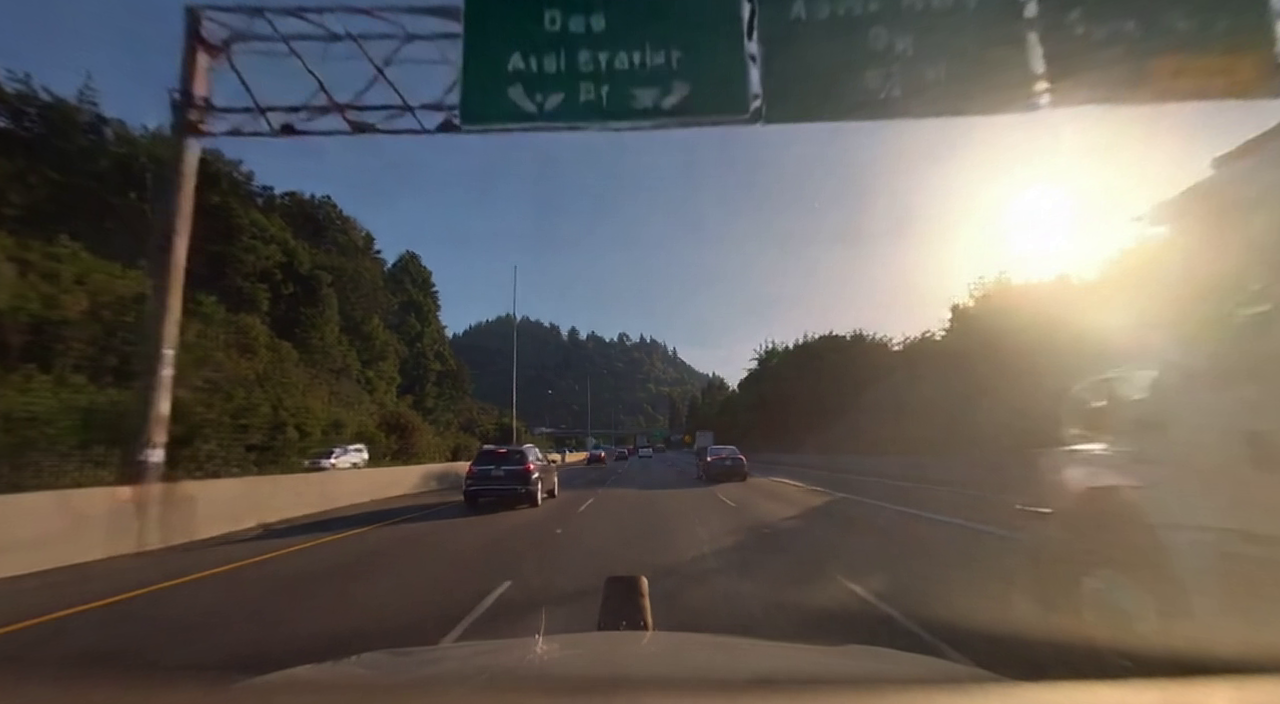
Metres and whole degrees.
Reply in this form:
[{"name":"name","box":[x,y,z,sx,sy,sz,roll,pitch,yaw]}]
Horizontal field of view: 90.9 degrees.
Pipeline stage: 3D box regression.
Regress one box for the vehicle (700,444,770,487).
[{"name":"vehicle","box":[3.495,4.251,24.081,2.040,1.461,4.822,-1,-8,1]}]

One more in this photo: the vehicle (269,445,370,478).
[{"name":"vehicle","box":[-23.352,8.003,46.710,2.721,2.129,9.070,0,-8,0]}]

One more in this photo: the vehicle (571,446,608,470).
[{"name":"vehicle","box":[-3.351,7.168,42.846,2.099,1.494,4.504,0,-8,1]}]

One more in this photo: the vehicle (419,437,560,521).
[{"name":"vehicle","box":[-3.243,2.836,14.785,1.974,1.589,5.047,-1,-8,1]}]
